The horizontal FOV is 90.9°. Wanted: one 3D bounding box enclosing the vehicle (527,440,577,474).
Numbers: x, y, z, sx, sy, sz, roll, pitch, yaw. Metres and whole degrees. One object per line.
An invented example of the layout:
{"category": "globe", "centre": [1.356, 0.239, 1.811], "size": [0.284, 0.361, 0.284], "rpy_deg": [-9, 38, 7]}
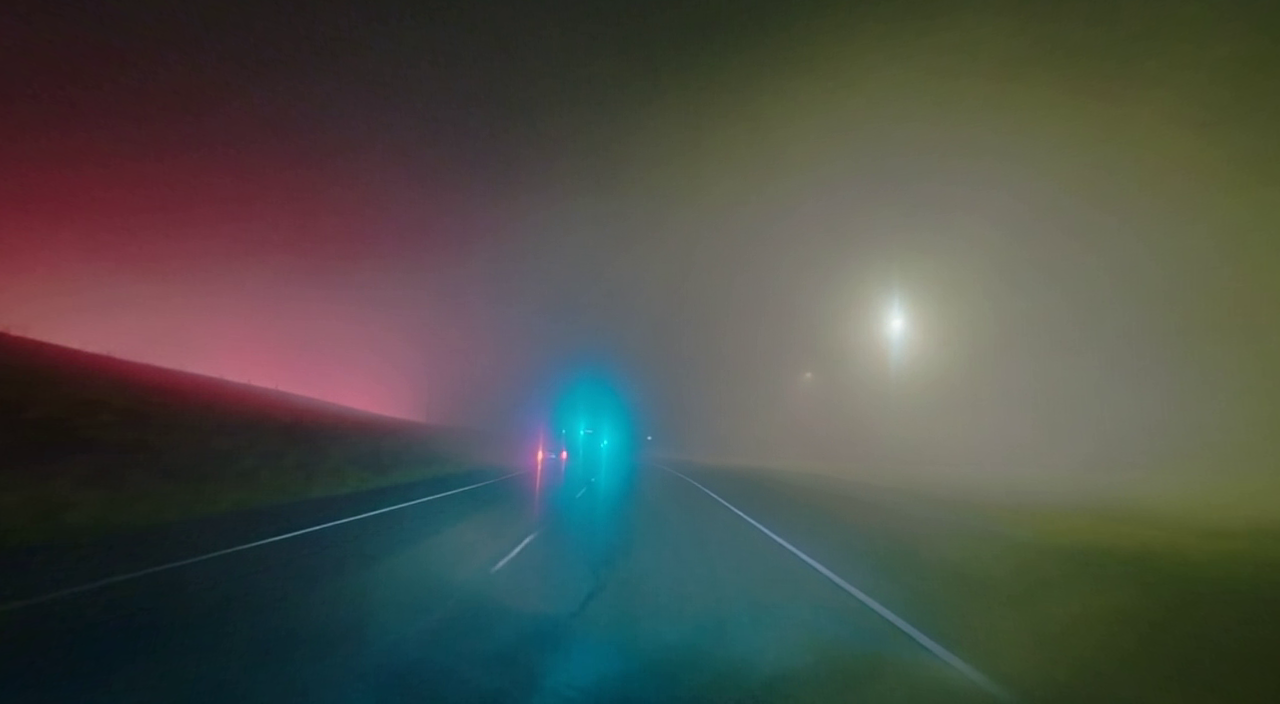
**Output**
{"category": "vehicle", "centre": [-4.167, 5.048, 30.507], "size": [1.968, 1.503, 4.443], "rpy_deg": [0, -8, -2]}
